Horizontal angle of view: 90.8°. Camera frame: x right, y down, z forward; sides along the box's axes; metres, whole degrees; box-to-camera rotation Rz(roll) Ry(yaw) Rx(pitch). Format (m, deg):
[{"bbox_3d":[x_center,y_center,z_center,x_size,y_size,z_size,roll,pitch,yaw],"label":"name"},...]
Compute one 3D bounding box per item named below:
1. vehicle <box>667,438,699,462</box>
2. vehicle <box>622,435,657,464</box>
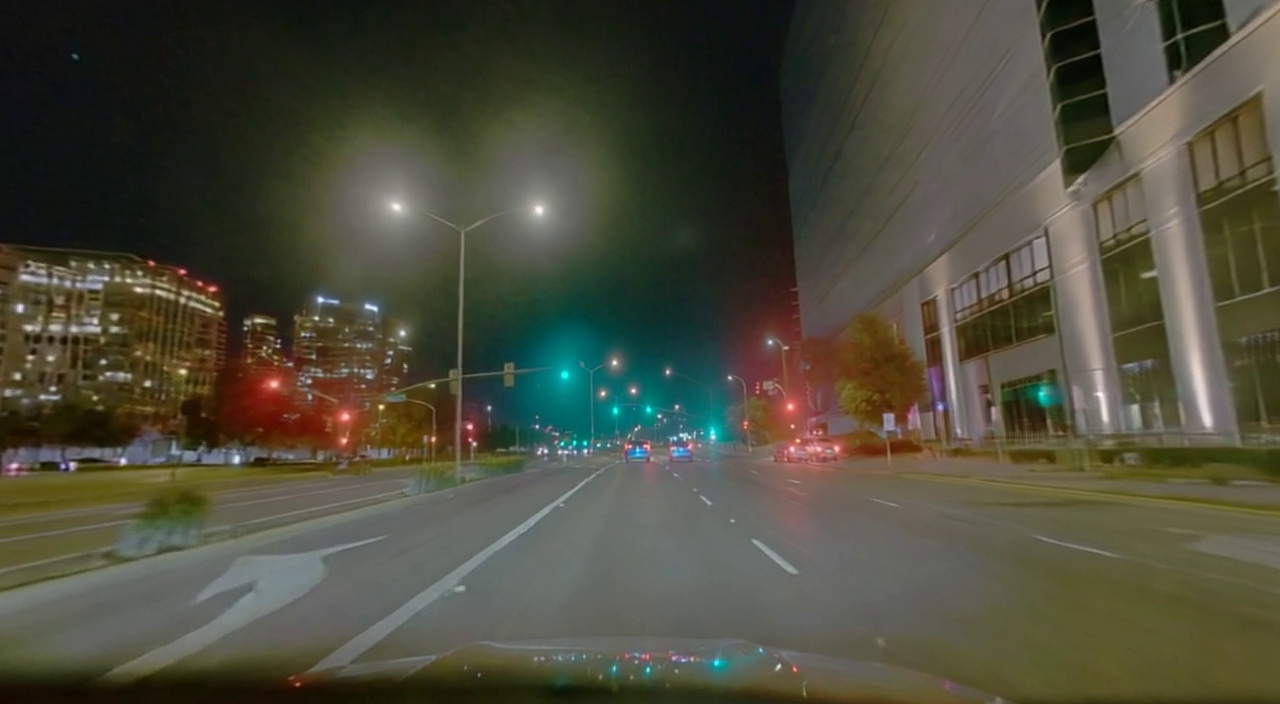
[{"bbox_3d":[3.317,7.631,49.298,2.107,1.736,4.228,0,-8,-2],"label":"vehicle"},{"bbox_3d":[-0.096,7.084,46.123,2.413,1.939,4.716,0,-8,-2],"label":"vehicle"}]
